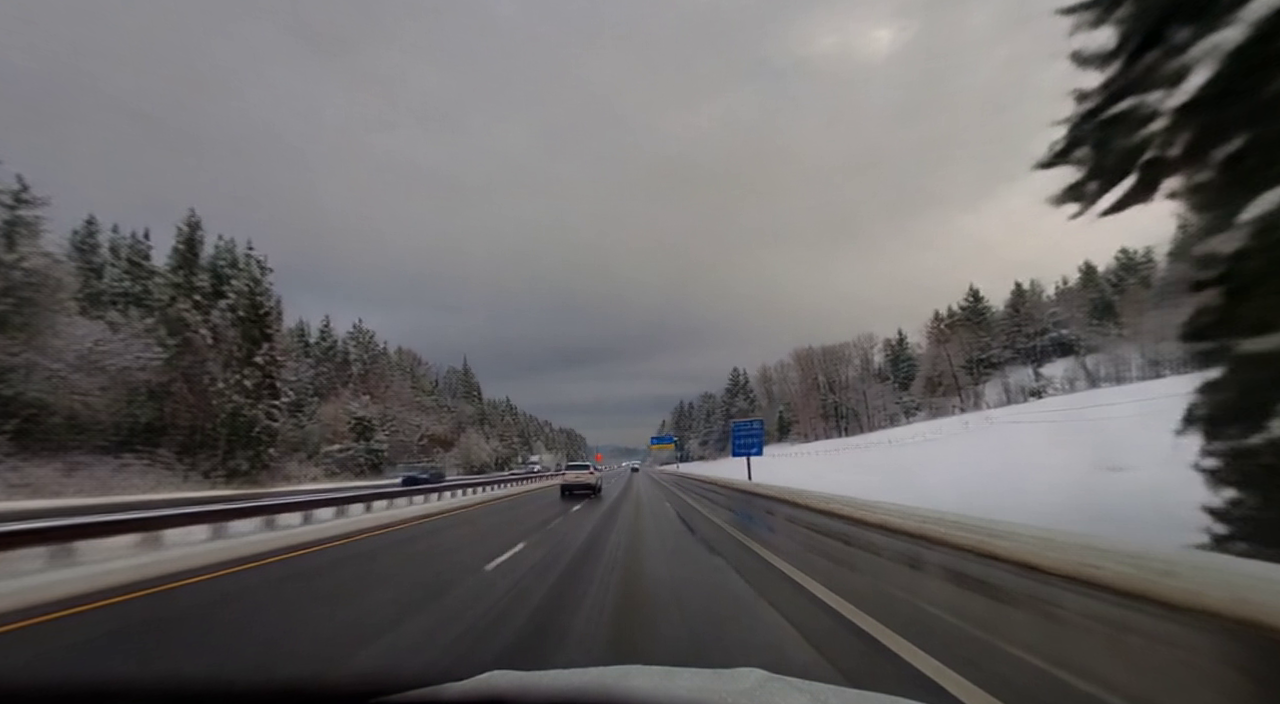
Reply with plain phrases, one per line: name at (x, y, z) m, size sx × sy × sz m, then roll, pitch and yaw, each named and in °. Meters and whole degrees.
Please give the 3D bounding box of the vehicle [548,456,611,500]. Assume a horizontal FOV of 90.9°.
vehicle at (-2.408, 5.222, 26.262) m, size 2.104 × 1.655 × 4.039 m, roll 0°, pitch -10°, yaw 1°

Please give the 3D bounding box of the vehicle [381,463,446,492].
vehicle at (-13.061, 7.268, 36.637) m, size 2.032 × 1.513 × 4.603 m, roll 1°, pitch -10°, yaw 0°
